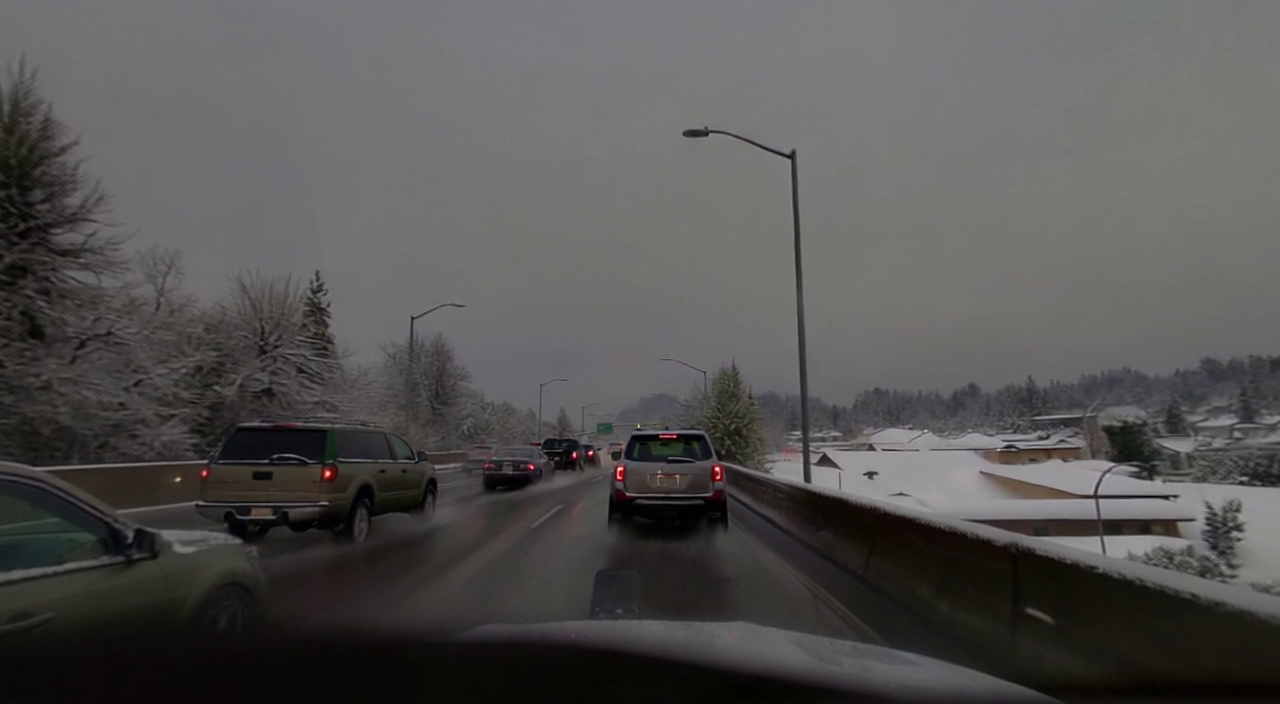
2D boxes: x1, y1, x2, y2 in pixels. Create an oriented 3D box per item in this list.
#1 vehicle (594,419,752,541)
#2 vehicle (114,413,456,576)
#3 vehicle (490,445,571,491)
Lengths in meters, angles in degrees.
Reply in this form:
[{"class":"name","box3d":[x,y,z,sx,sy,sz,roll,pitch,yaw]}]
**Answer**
[{"class":"vehicle","box3d":[0.513,2.160,11.269,2.235,1.716,4.435,0,-9,1]},{"class":"vehicle","box3d":[-4.413,1.834,8.913,2.076,1.688,4.334,-1,-9,4]},{"class":"vehicle","box3d":[-3.733,4.027,22.305,1.868,1.470,4.105,-1,-9,4]}]
